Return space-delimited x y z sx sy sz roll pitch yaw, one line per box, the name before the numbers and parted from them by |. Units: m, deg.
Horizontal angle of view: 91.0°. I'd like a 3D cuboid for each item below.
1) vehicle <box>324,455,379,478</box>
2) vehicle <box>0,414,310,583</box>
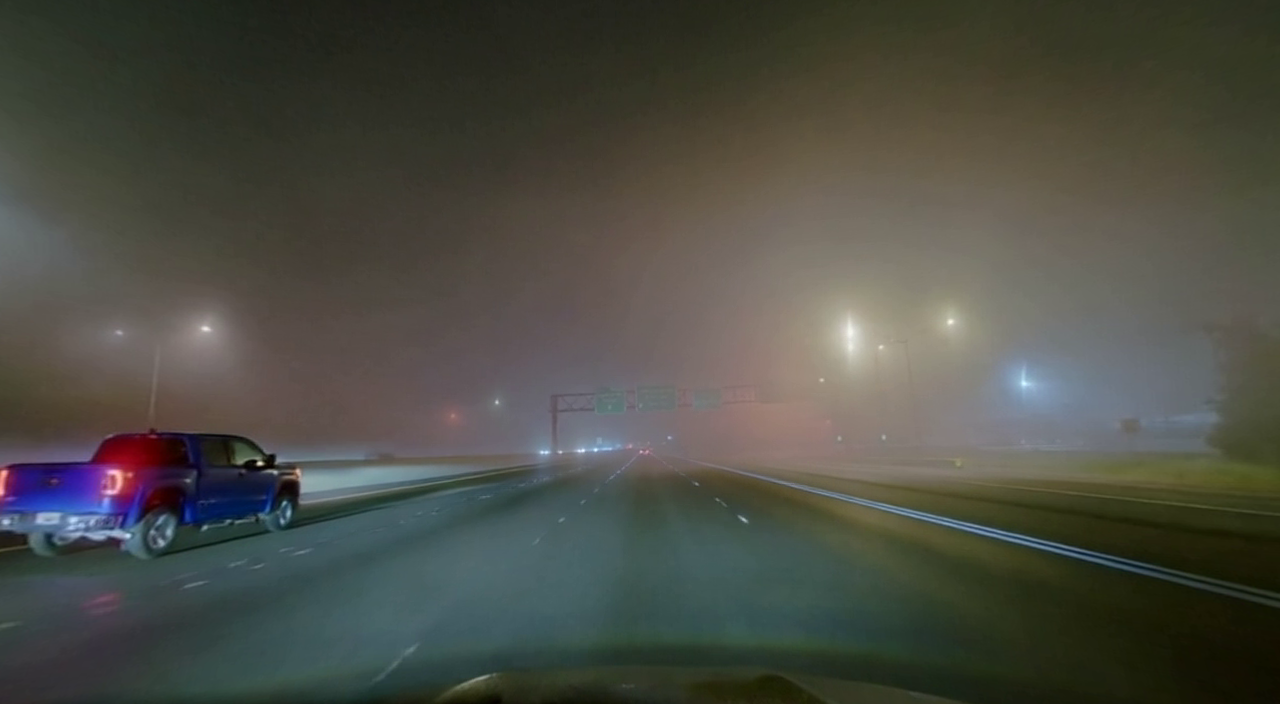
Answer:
vehicle | -21.455 8.480 47.024 1.830 1.554 4.619 0 -9 1
vehicle | -7.067 1.870 8.912 2.168 1.729 4.724 0 -9 1
